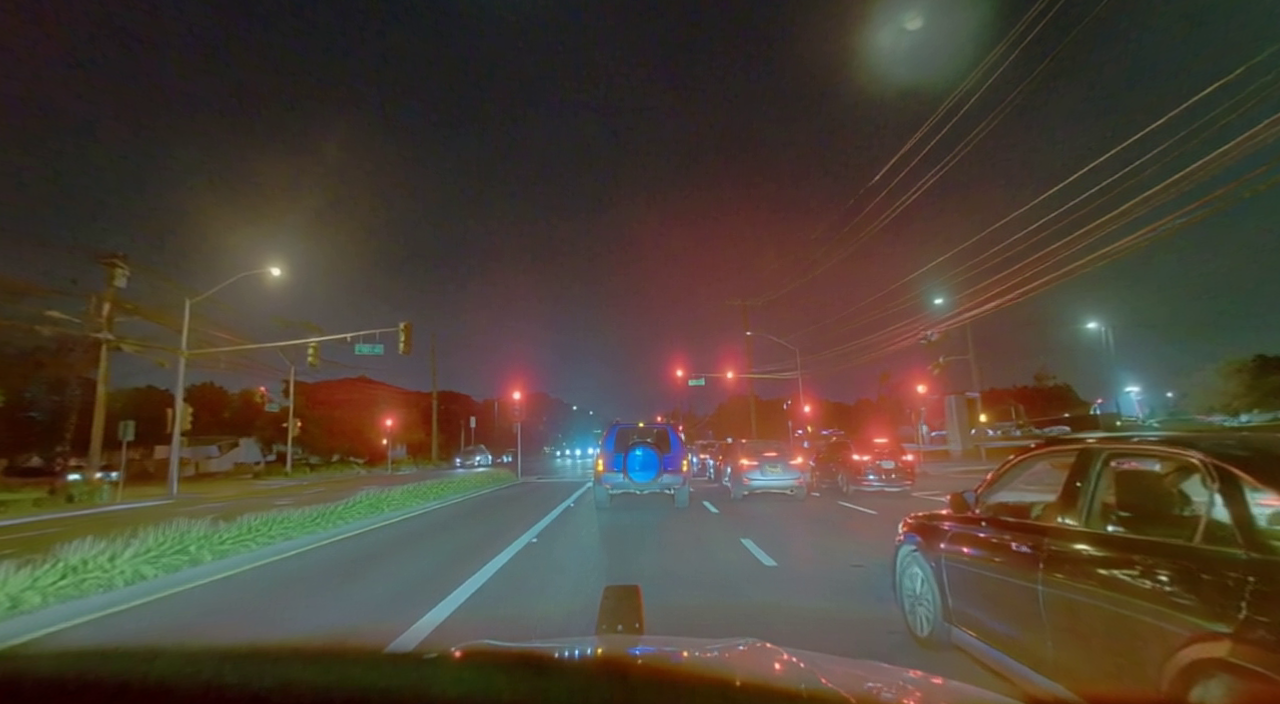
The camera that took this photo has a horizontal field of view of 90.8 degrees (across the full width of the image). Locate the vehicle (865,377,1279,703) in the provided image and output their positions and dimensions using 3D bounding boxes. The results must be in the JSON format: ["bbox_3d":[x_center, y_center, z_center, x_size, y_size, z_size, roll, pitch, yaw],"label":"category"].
[{"bbox_3d":[2.779,0.948,2.724,2.004,1.460,4.297,0,-8,0],"label":"vehicle"}]

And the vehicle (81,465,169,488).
[{"bbox_3d":[-37.805,9.127,46.504,4.569,1.505,1.992,1,-9,-5],"label":"vehicle"}]

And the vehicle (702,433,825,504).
[{"bbox_3d":[2.816,2.770,15.494,2.025,1.477,4.333,0,-9,-1],"label":"vehicle"}]

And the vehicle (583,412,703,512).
[{"bbox_3d":[0.044,2.430,14.365,2.236,1.856,4.816,0,-9,0],"label":"vehicle"}]

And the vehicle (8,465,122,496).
[{"bbox_3d":[-33.235,7.431,36.632,4.550,1.601,1.766,1,-9,-7],"label":"vehicle"}]
